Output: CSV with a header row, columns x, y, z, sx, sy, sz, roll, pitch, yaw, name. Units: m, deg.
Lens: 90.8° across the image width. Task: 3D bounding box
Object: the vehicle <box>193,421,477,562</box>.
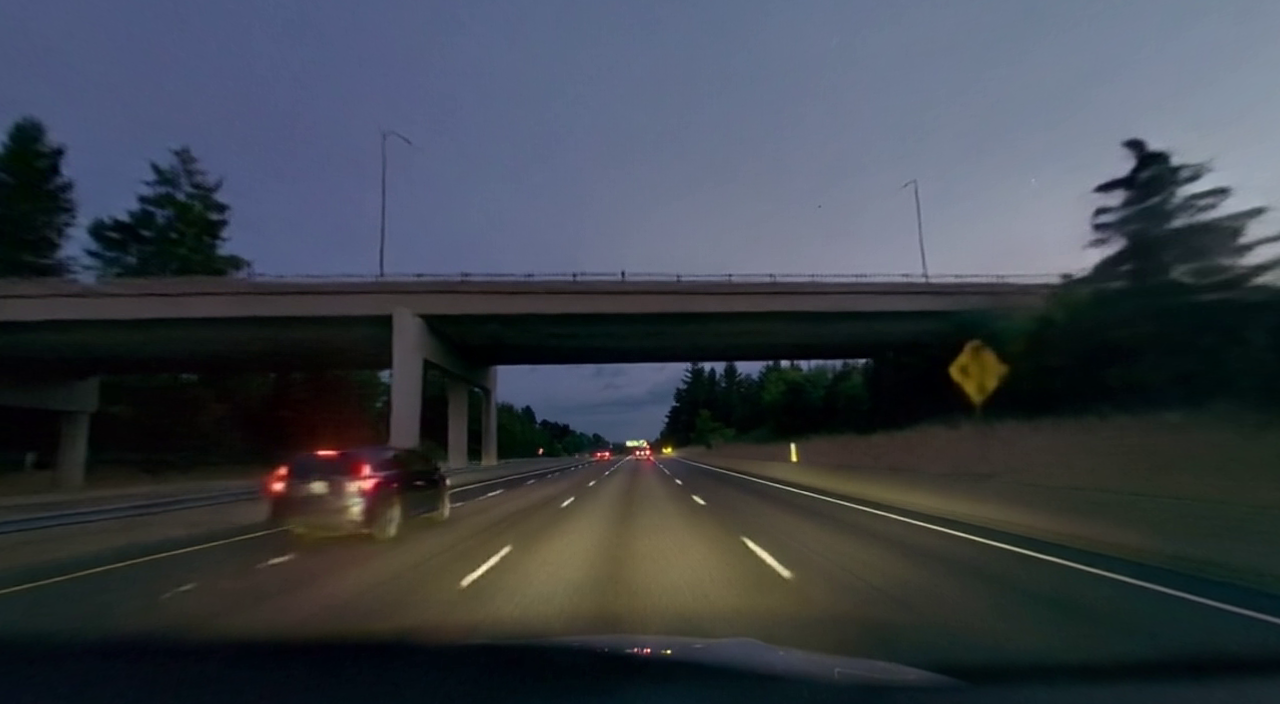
x,y,z,sx,sy,sz,roll,pitch,yaw,name
-4.171,1.974,9.715,2.076,1.637,4.526,0,-8,0,vehicle
